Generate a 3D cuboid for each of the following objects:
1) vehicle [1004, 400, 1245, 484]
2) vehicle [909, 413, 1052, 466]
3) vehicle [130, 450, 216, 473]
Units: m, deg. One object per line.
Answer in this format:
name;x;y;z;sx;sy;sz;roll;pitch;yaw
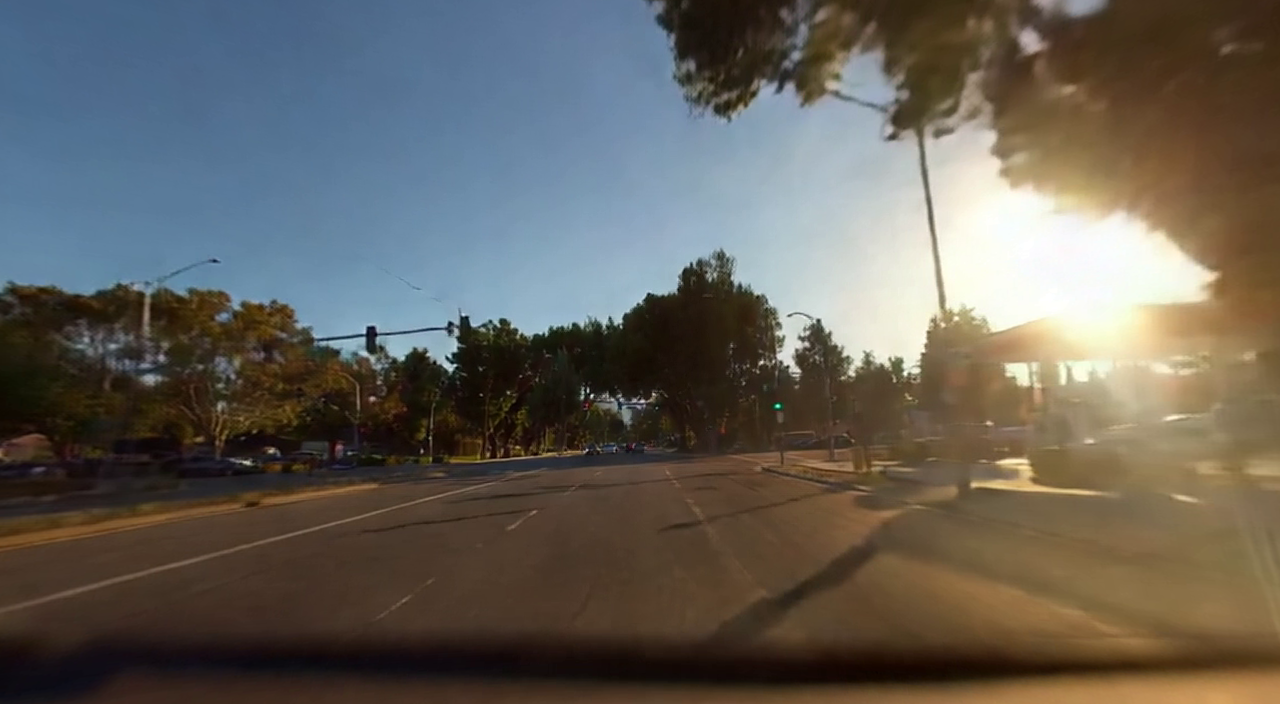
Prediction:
vehicle;13.302;2.499;17.591;4.821;1.788;2.132;-5;-7;1
vehicle;13.487;3.524;25.255;4.454;1.990;2.124;-1;-8;6
vehicle;-35.420;8.317;47.908;4.774;1.672;1.936;1;-8;-6
